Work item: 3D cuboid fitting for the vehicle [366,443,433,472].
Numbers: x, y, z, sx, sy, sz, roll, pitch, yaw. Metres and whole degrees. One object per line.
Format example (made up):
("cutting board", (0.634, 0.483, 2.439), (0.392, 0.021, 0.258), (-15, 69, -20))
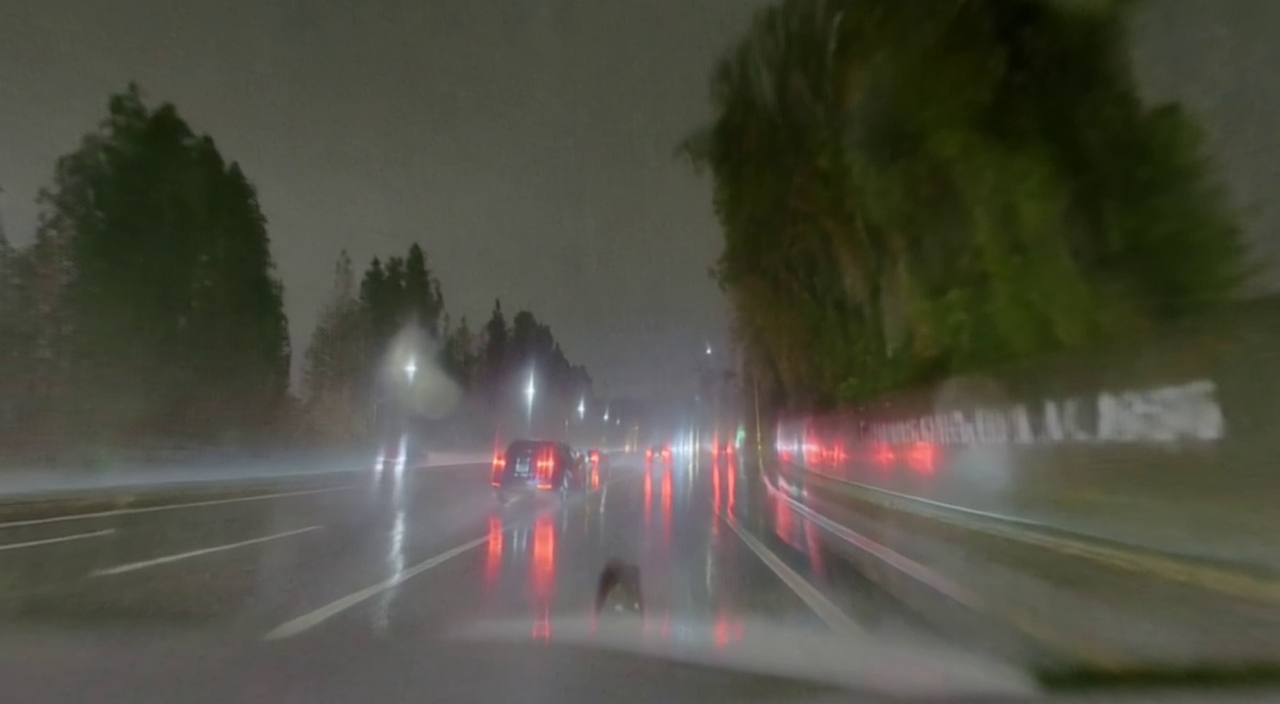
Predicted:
("vehicle", (-15.086, 6.642, 39.948), (1.918, 1.628, 4.502), (-1, -9, 9))

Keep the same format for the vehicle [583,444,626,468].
("vehicle", (-2.296, 6.931, 42.290), (1.860, 1.442, 4.332), (-1, -9, 10))

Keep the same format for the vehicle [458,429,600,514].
("vehicle", (-2.373, 2.730, 14.943), (2.082, 1.638, 4.644), (0, -9, 6))
